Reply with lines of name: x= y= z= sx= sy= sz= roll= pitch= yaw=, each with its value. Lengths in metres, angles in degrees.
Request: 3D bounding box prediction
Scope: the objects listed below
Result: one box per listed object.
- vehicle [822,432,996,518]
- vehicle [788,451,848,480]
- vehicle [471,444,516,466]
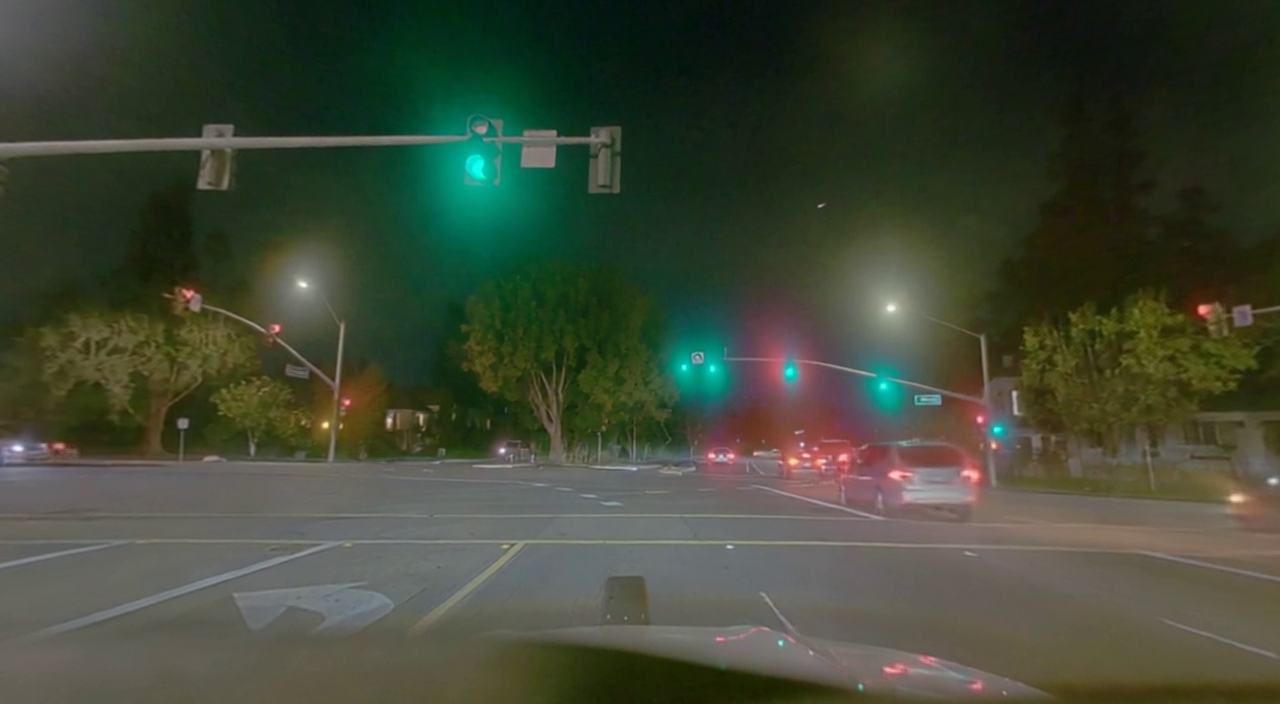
vehicle: x=6.504 y=3.019 z=16.026 sx=2.239 sy=1.812 sz=4.812 roll=0 pitch=-9 yaw=0
vehicle: x=9.847 y=6.292 z=35.239 sx=1.947 sy=1.481 sz=4.745 roll=0 pitch=-9 yaw=0
vehicle: x=-10.526 y=7.415 z=45.582 sx=2.039 sy=1.519 sz=4.356 roll=-1 pitch=-9 yaw=2
